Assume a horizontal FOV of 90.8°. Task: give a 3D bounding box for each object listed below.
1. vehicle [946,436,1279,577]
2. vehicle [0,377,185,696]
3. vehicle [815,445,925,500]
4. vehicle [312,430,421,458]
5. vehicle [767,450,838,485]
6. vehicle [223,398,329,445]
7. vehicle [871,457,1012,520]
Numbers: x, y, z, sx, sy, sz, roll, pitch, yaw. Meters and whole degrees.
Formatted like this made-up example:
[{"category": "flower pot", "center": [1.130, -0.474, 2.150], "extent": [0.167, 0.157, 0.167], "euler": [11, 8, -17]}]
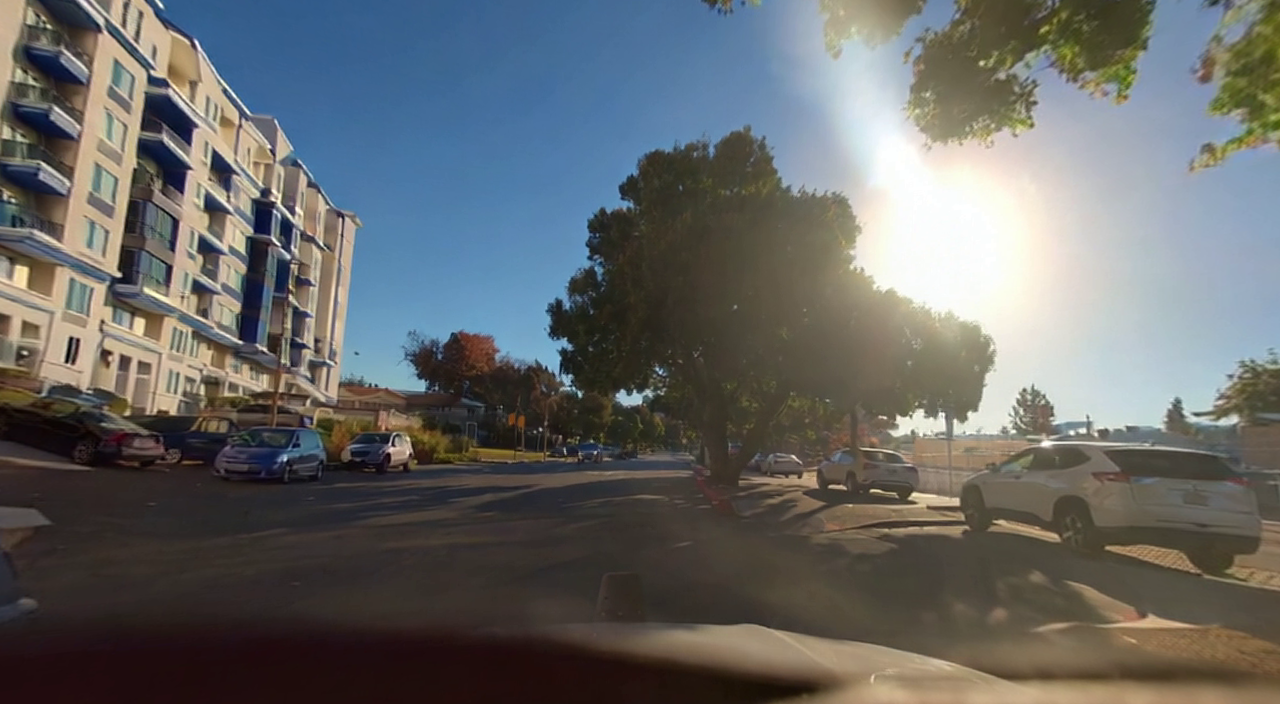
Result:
[{"category": "vehicle", "center": [7.509, 2.382, 10.755], "extent": [2.181, 1.792, 5.066], "euler": [0, -9, 2]}, {"category": "vehicle", "center": [-4.471, 0.834, 2.264], "extent": [2.285, 1.712, 5.200], "euler": [1, -9, -7]}, {"category": "vehicle", "center": [7.936, 4.171, 22.367], "extent": [1.917, 1.704, 4.840], "euler": [0, -9, -2]}, {"category": "vehicle", "center": [-13.578, 4.627, 31.646], "extent": [4.603, 1.335, 1.889], "euler": [1, -9, -8]}, {"category": "vehicle", "center": [7.863, 5.621, 31.123], "extent": [2.122, 1.554, 4.777], "euler": [0, -9, -1]}, {"category": "vehicle", "center": [-18.701, 3.586, 32.463], "extent": [4.598, 1.645, 2.019], "euler": [7, -6, 20]}, {"category": "vehicle", "center": [7.825, 3.551, 16.927], "extent": [1.900, 1.368, 4.176], "euler": [-1, -9, 3]}]
